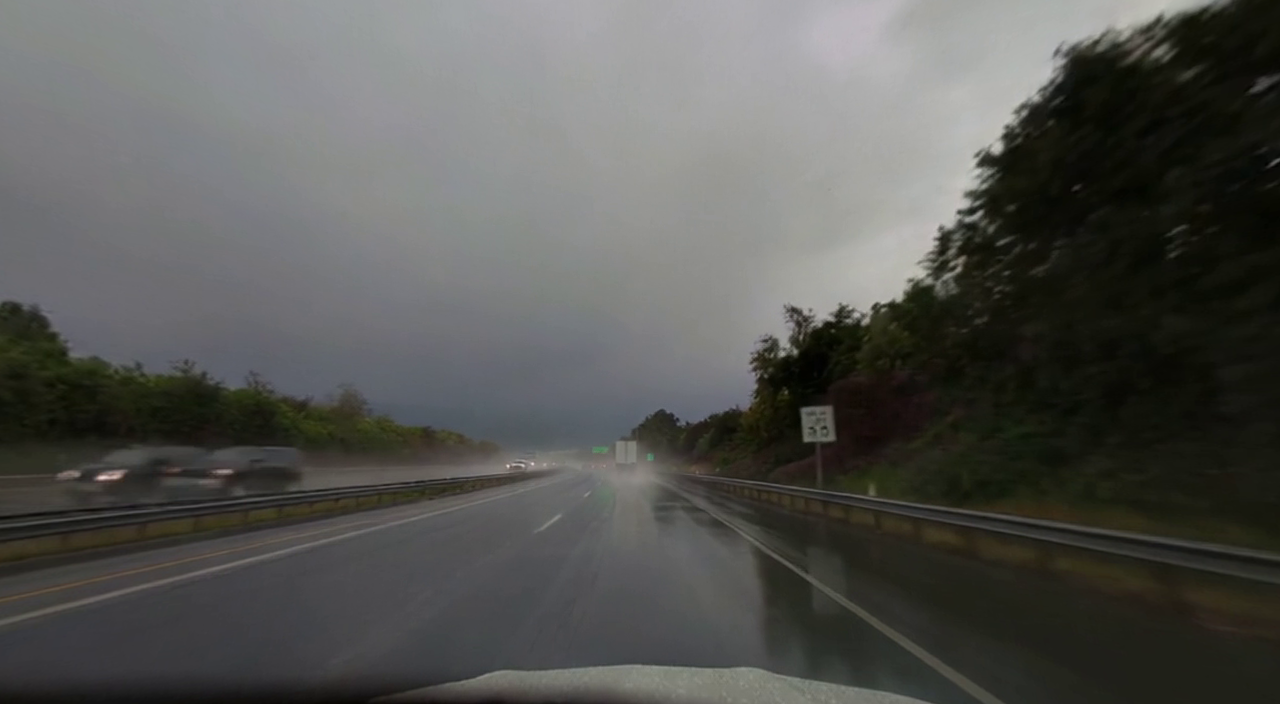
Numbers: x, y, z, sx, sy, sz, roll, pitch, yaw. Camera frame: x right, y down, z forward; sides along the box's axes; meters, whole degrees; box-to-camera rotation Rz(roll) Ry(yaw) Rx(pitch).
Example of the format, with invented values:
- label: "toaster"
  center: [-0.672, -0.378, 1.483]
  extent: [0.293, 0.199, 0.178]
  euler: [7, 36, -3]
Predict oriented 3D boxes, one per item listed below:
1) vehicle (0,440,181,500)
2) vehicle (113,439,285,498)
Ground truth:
- label: "vehicle"
  center: [-17.062, 3.649, 19.557]
  extent: [2.217, 1.578, 4.428]
  euler: [1, -11, 0]
- label: "vehicle"
  center: [-12.818, 3.465, 18.734]
  extent: [1.978, 1.513, 4.284]
  euler: [1, -11, 0]
